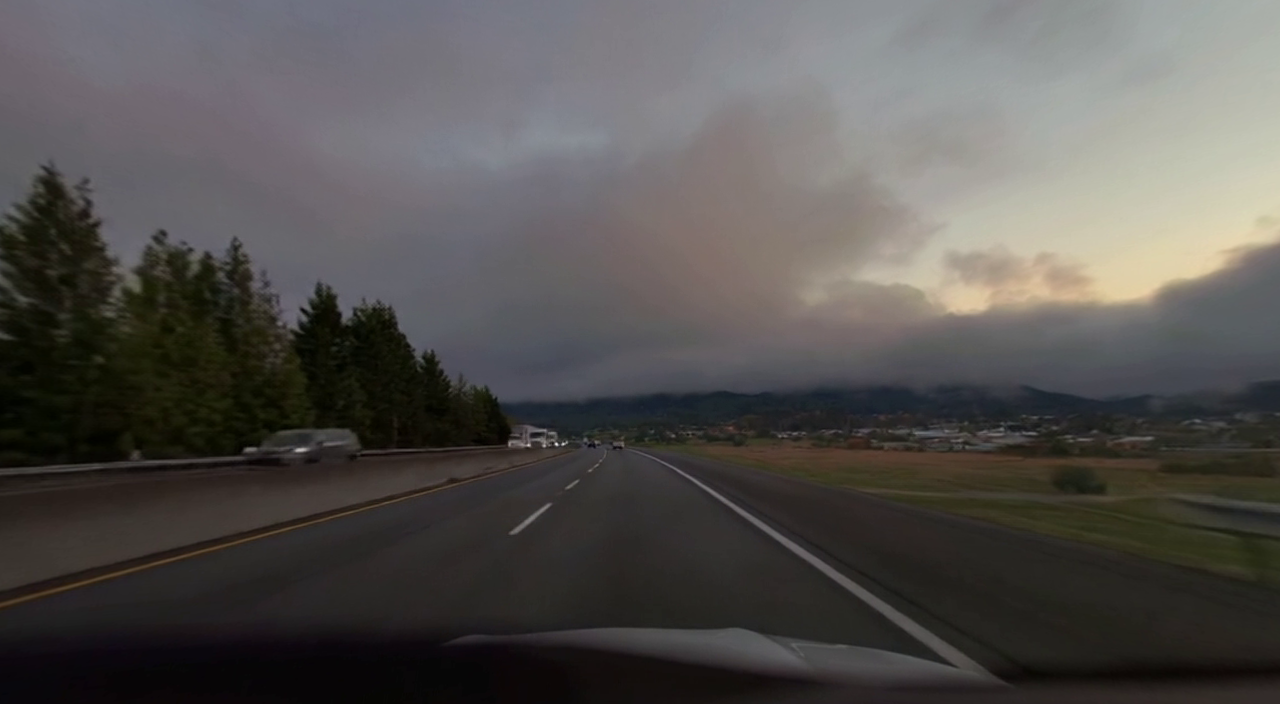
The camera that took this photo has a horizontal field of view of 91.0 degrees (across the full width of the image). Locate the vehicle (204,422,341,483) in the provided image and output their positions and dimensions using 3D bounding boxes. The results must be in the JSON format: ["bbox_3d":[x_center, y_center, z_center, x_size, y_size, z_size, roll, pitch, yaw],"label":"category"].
[{"bbox_3d":[-13.920,3.818,24.327,2.162,2.050,5.301,0,-8,-1],"label":"vehicle"}]
